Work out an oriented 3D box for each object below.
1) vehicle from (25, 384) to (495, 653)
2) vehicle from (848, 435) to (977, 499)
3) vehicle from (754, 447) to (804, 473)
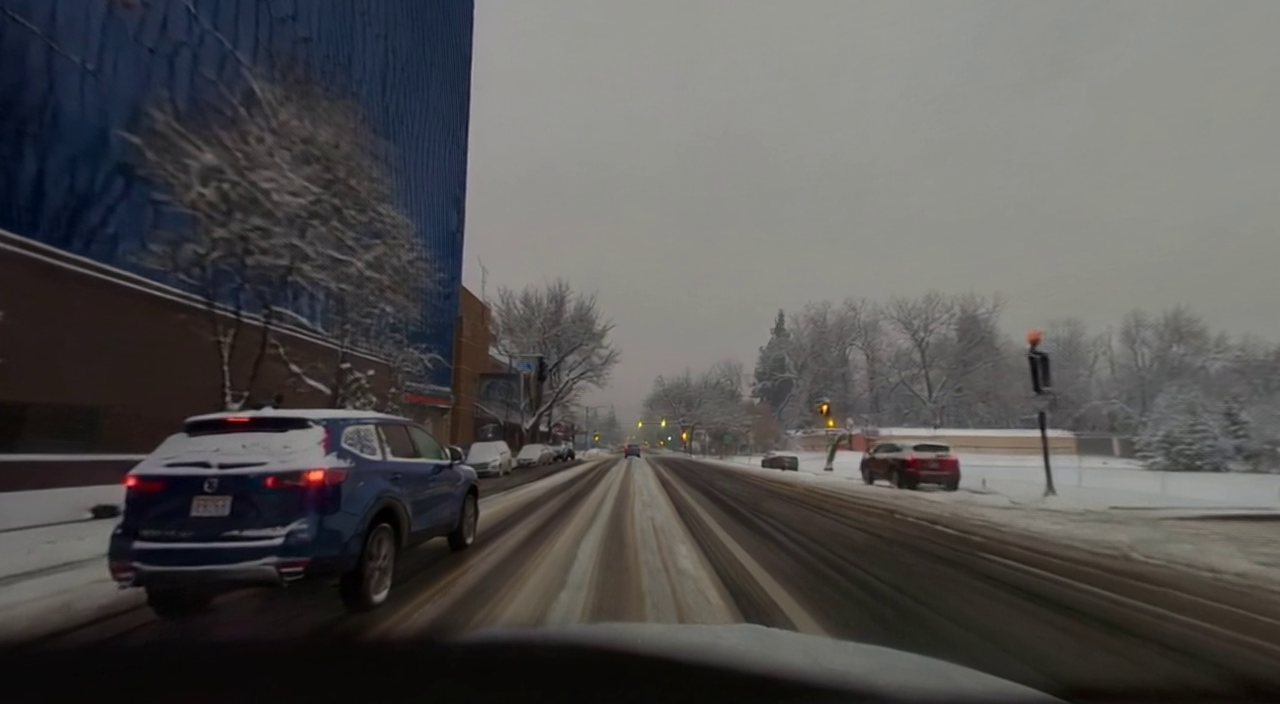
[{"bbox_3d":[-3.010,1.404,6.411,2.002,1.756,4.366,0,-8,1],"label":"vehicle"},{"bbox_3d":[9.253,3.925,22.130,2.129,1.929,5.537,0,-8,1],"label":"vehicle"},{"bbox_3d":[8.722,6.772,39.984,1.954,1.478,4.625,0,-8,-2],"label":"vehicle"}]
